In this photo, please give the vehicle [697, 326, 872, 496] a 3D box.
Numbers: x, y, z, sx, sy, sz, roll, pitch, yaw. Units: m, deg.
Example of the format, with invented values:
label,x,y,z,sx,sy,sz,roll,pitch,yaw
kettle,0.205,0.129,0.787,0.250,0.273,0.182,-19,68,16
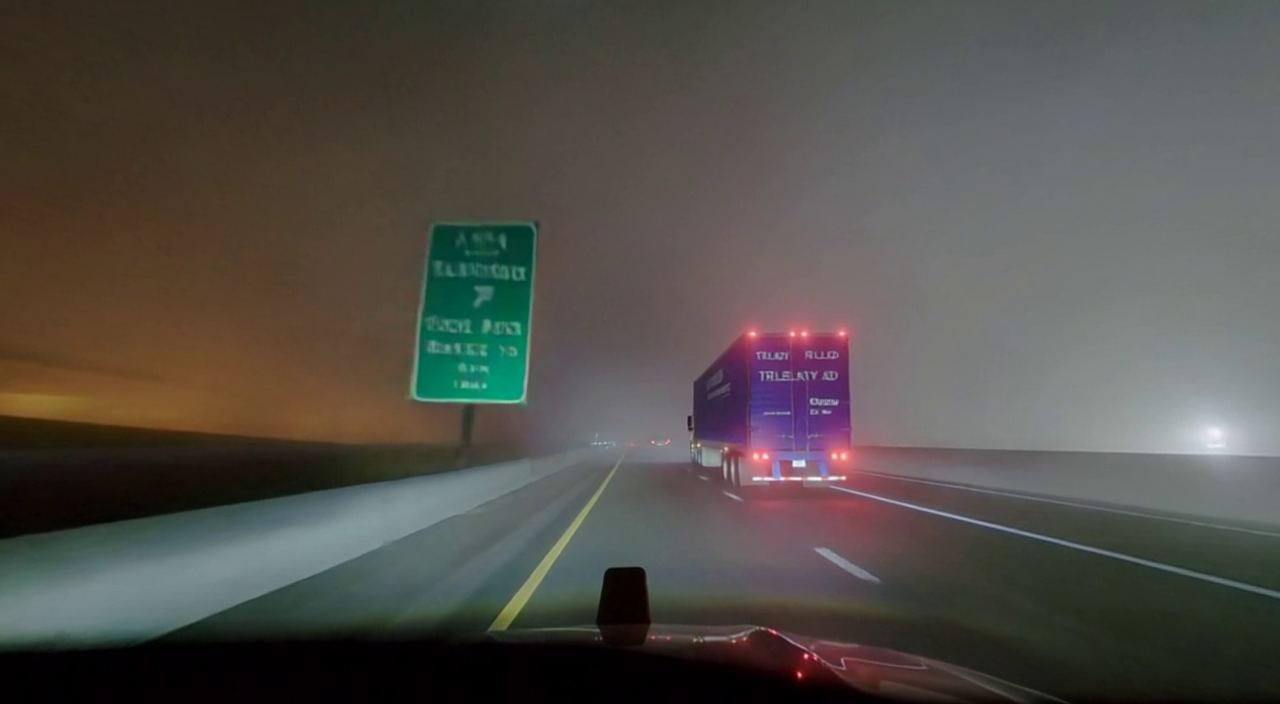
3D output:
label,x,y,z,sx,sy,sz,roll,pitch,yaw
vehicle,4.107,2.401,22.259,3.006,4.093,14.142,0,-8,1
